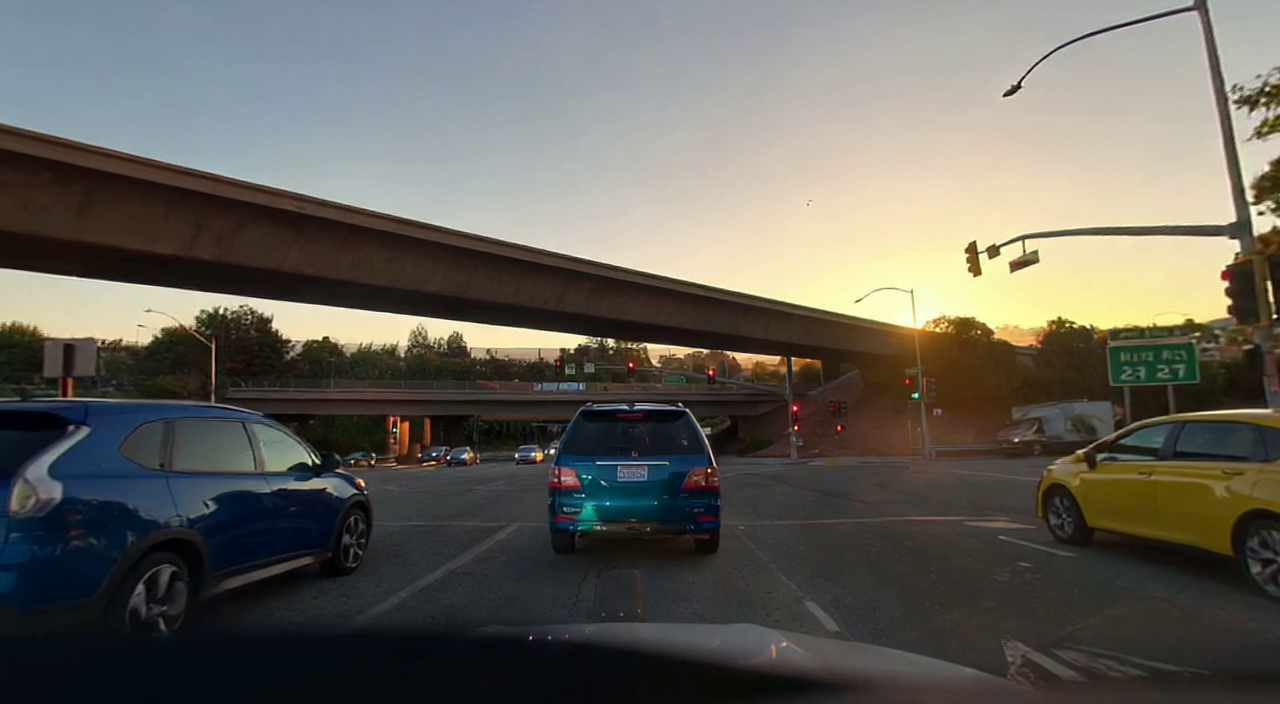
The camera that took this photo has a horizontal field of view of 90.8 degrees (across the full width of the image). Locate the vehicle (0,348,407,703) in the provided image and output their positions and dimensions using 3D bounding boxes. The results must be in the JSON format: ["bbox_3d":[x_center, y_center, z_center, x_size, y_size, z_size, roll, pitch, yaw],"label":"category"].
[{"bbox_3d":[-3.746,1.203,4.937,2.060,1.768,4.681,0,-8,0],"label":"vehicle"}]

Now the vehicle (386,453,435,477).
[{"bbox_3d":[-16.272,7.987,45.038,1.859,1.542,4.657,0,-8,-1],"label":"vehicle"}]

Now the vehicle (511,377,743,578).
[{"bbox_3d":[-0.219,1.601,8.822,2.342,2.026,4.642,0,-8,-2],"label":"vehicle"}]

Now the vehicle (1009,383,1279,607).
[{"bbox_3d":[6.207,1.372,6.591,2.074,1.785,4.320,0,-8,0],"label":"vehicle"}]
